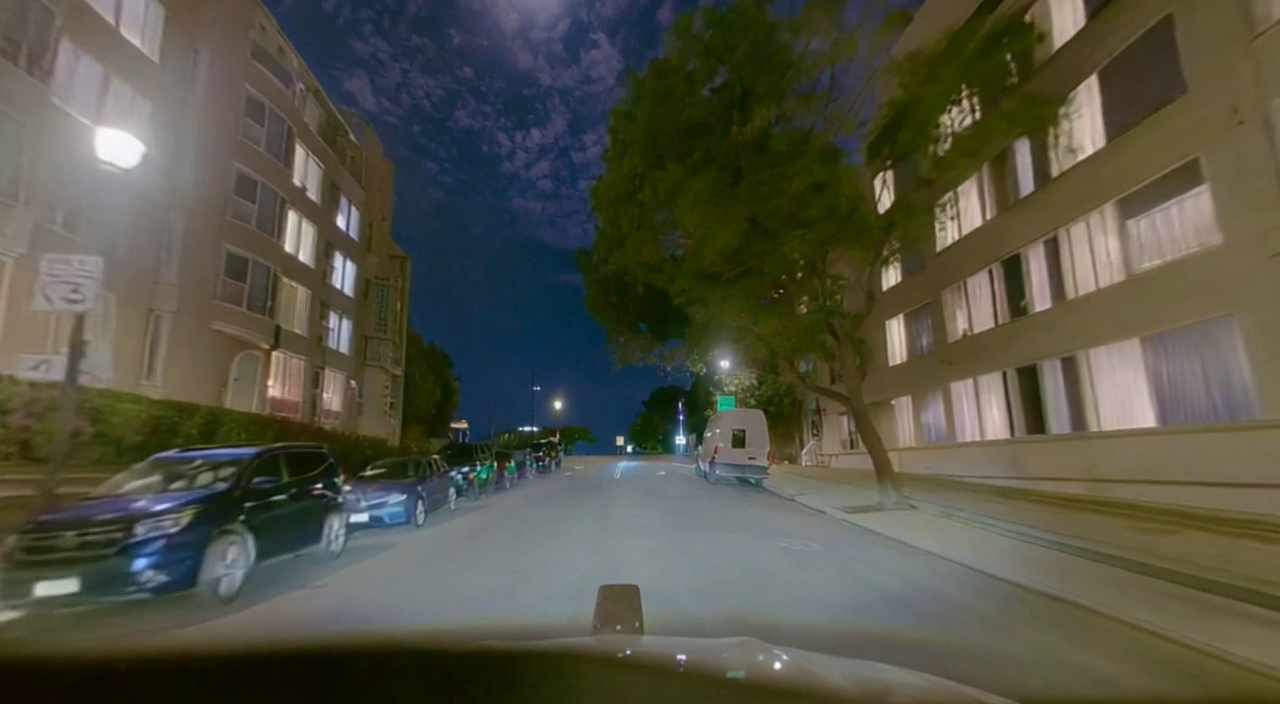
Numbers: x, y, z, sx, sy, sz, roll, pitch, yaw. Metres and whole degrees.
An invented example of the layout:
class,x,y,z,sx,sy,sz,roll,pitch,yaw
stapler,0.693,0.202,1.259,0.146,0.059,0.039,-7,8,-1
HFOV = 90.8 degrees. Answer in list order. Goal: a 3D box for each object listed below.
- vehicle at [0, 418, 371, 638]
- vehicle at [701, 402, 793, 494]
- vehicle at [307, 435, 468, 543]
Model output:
class,x,y,z,sx,sy,sz,roll,pitch,yaw
vehicle,-5.297,1.909,8.236,1.824,1.664,4.344,-1,-1,-2
vehicle,3.706,3.153,21.585,1.961,2.656,3.047,-1,-1,35
vehicle,-5.247,2.811,13.833,1.837,1.499,4.443,-2,-2,-1
